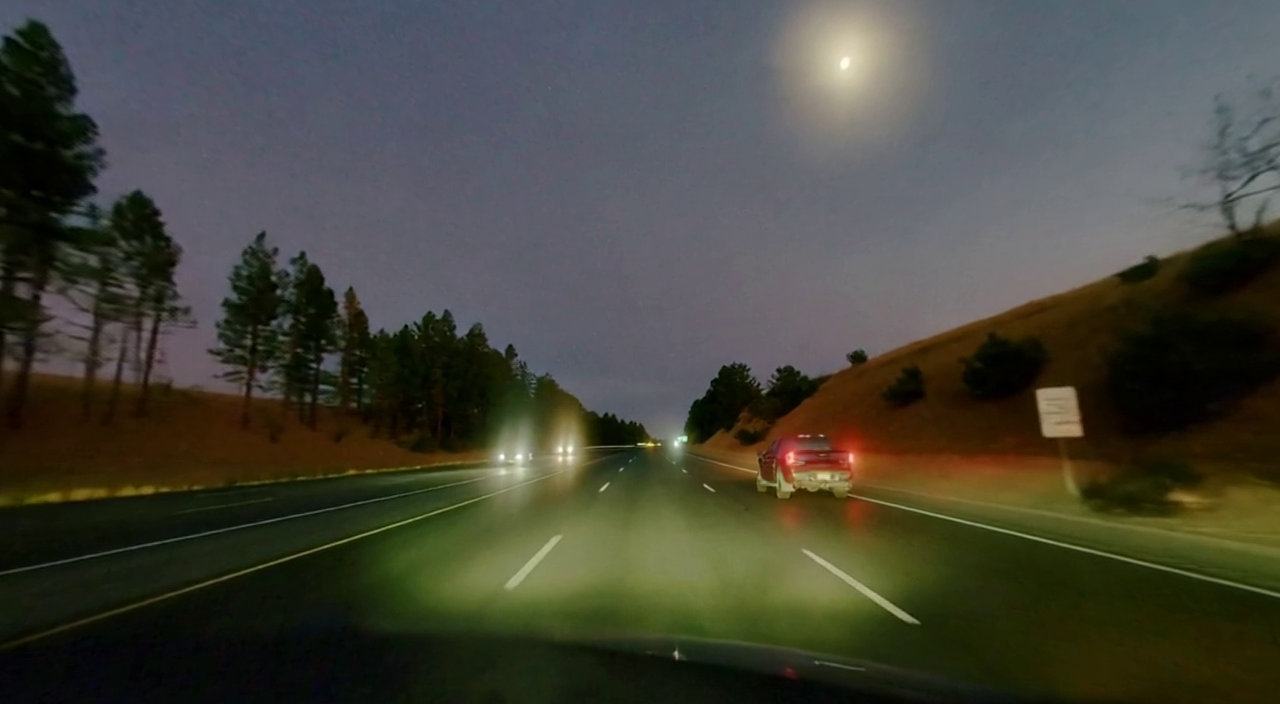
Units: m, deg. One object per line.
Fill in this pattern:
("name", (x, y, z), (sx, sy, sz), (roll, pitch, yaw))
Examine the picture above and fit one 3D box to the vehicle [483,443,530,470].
("vehicle", (-8.570, 6.749, 40.863), (2.049, 1.635, 4.407), (0, -8, 1))
